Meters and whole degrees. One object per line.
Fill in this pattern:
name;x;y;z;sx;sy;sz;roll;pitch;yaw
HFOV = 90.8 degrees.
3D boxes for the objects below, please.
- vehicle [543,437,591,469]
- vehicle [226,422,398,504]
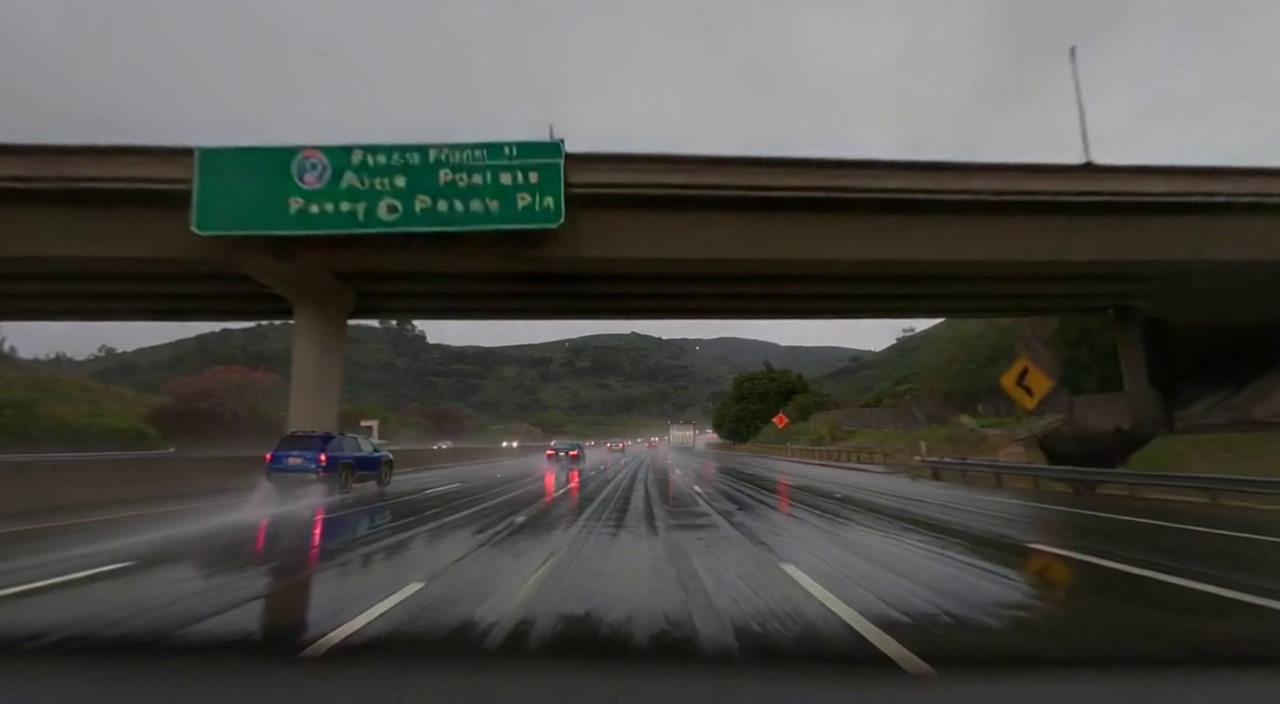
vehicle;-3.668;5.182;32.468;1.925;1.509;4.363;0;-9;1
vehicle;-7.646;2.619;15.282;1.860;1.694;4.173;0;-9;0
